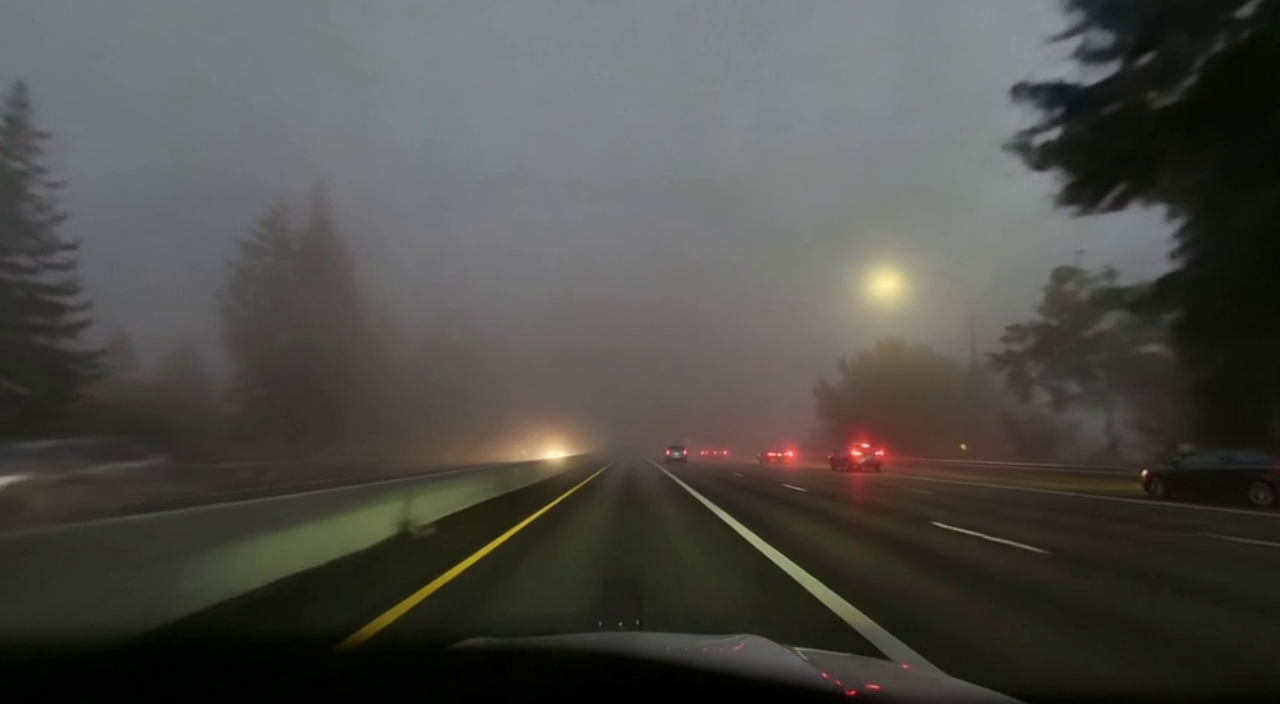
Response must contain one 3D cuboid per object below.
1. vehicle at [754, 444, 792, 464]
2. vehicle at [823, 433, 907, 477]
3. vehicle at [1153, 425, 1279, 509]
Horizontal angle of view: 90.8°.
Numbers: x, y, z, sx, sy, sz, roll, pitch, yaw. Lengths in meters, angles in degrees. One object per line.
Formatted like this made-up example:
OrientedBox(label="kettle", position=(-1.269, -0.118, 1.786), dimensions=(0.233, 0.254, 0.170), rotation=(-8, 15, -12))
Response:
OrientedBox(label="vehicle", position=(10.449, 8.014, 49.838), dimensions=(1.931, 1.479, 4.183), rotation=(0, -9, -2))
OrientedBox(label="vehicle", position=(10.236, 4.720, 29.118), dimensions=(2.098, 1.820, 4.505), rotation=(0, -9, -1))
OrientedBox(label="vehicle", position=(14.076, 2.484, 13.787), dimensions=(1.957, 1.709, 4.387), rotation=(0, -9, -1))
